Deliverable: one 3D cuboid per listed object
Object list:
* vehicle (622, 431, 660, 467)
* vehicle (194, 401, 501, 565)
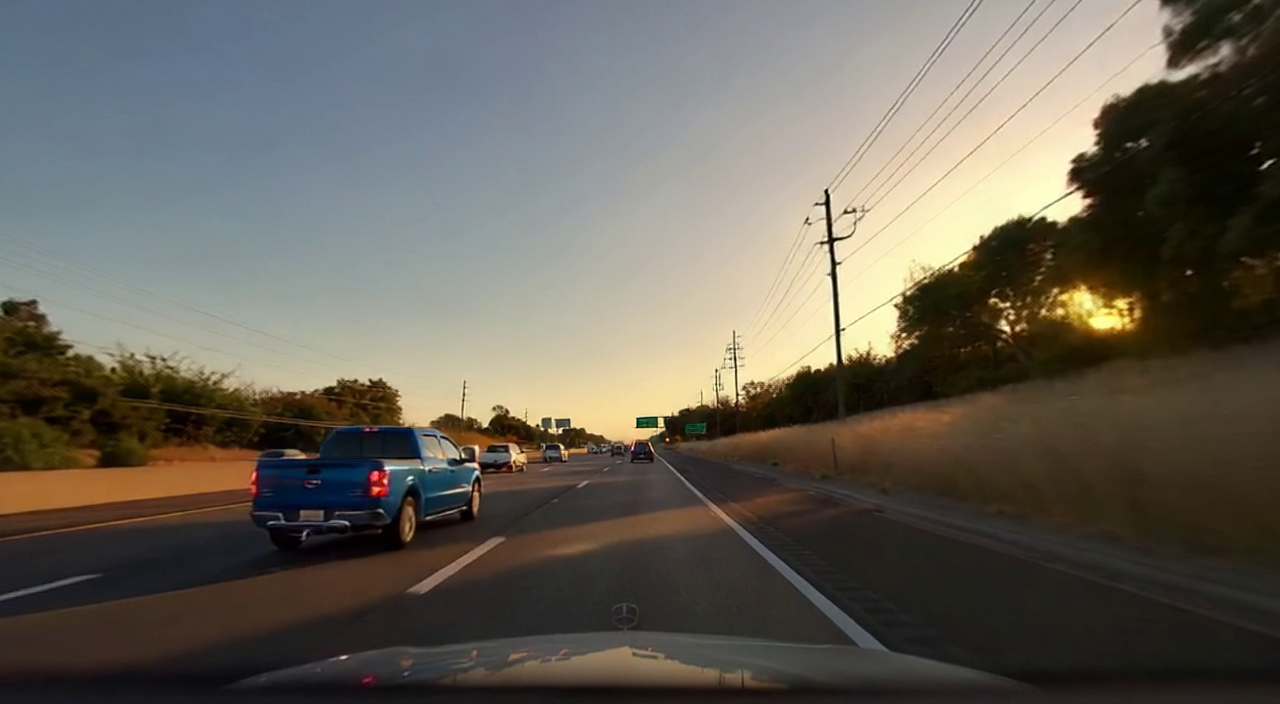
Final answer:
[{"bbox_3d":[0.054,6.307,41.175,2.358,2.144,4.713,0,-9,-1],"label":"vehicle"},{"bbox_3d":[-3.833,1.852,9.724,2.204,1.812,5.289,0,-9,0],"label":"vehicle"}]
